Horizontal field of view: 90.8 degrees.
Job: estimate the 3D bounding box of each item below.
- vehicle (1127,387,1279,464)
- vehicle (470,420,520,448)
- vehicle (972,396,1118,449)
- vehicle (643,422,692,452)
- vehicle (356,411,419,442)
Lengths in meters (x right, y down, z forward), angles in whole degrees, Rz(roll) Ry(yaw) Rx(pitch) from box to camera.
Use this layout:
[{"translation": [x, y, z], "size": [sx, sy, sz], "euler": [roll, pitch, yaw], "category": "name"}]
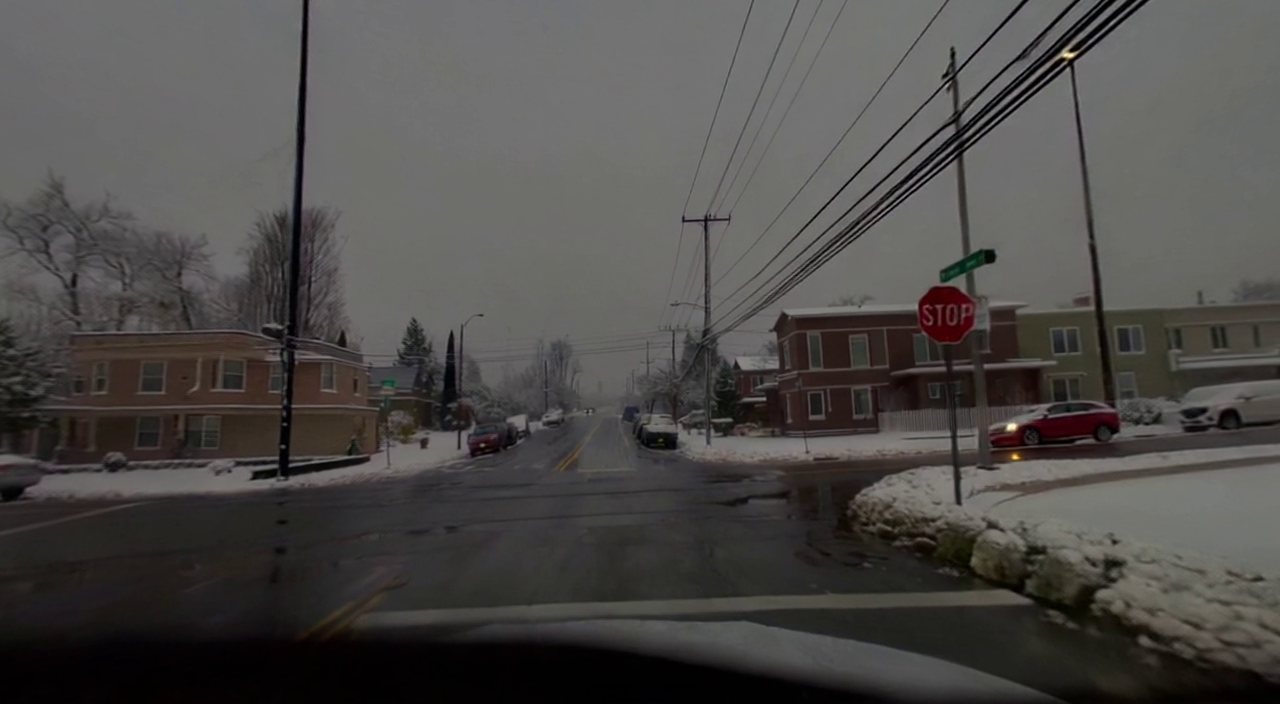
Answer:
[{"translation": [15.519, 1.939, 16.383], "size": [4.389, 1.818, 2.062], "euler": [2, -9, -12], "category": "vehicle"}, {"translation": [-8.668, 4.984, 38.211], "size": [2.065, 1.553, 4.636], "euler": [0, -8, -2], "category": "vehicle"}, {"translation": [16.994, 3.023, 26.615], "size": [4.985, 2.088, 2.141], "euler": [2, -9, -13], "category": "vehicle"}, {"translation": [1.422, 4.609, 34.116], "size": [2.120, 1.487, 4.360], "euler": [1, -8, -4], "category": "vehicle"}, {"translation": [-14.693, 4.441, 37.030], "size": [1.992, 1.678, 4.658], "euler": [0, -8, -4], "category": "vehicle"}]
